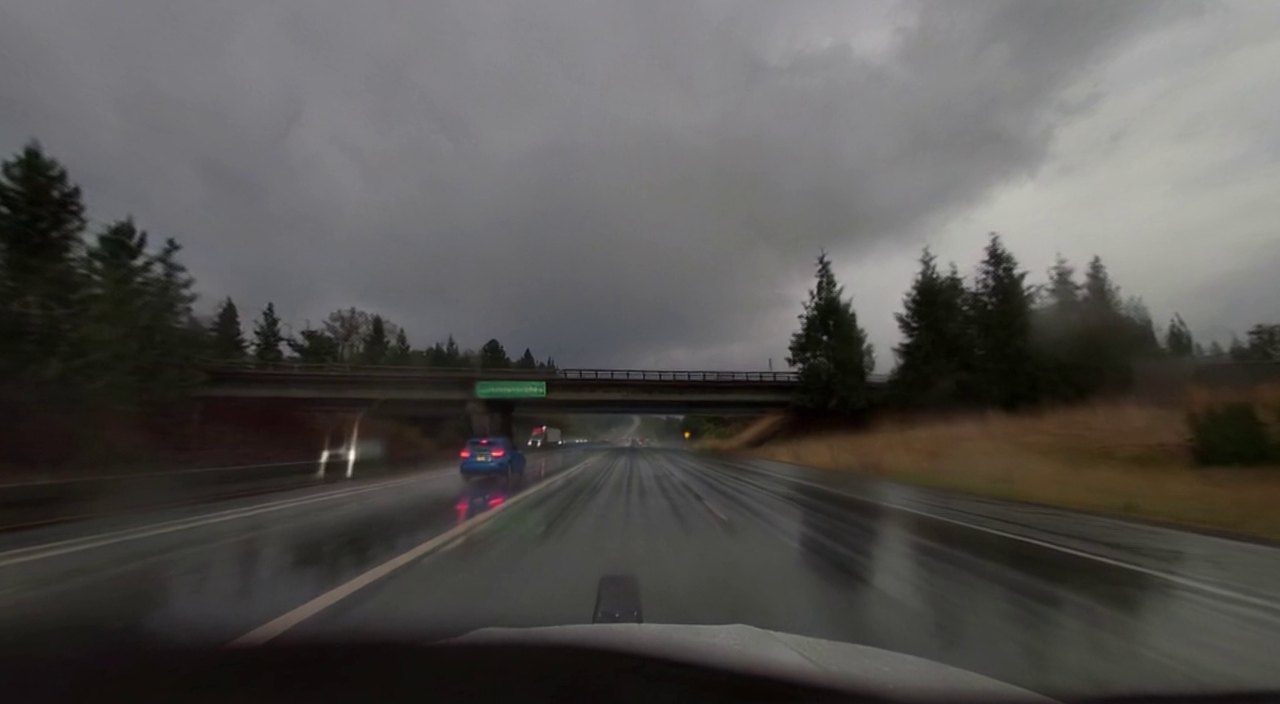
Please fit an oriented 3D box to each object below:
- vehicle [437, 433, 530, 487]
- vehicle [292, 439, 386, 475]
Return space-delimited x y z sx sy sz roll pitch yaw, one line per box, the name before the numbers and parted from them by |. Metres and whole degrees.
vehicle | -4.825 3.355 19.998 1.965 1.513 3.774 0 -8 0
vehicle | -13.589 4.742 28.797 1.993 1.485 4.604 0 -8 0
